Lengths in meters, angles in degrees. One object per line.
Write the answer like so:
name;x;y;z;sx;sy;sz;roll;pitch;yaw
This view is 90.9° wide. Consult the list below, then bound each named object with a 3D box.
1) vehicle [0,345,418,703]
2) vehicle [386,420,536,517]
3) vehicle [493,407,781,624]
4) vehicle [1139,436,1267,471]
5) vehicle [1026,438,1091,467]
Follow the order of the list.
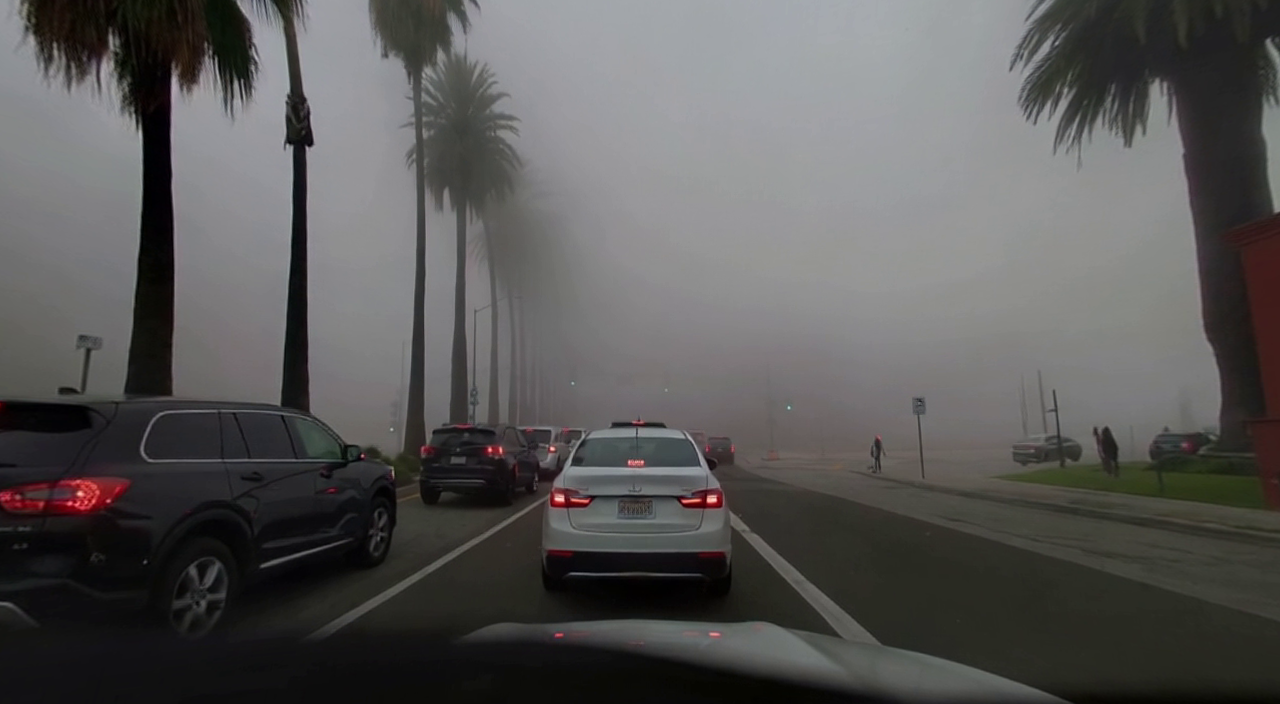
vehicle;-3.530;1.158;5.081;1.914;1.741;4.398;0;-9;-1
vehicle;-3.464;2.346;13.096;1.840;1.684;4.041;0;-9;1
vehicle;-0.049;1.536;6.869;2.114;1.585;4.285;0;-9;-1
vehicle;25.477;4.589;28.642;3.914;1.427;1.779;-2;-8;5
vehicle;26.245;6.307;39.650;1.882;1.672;3.957;-2;-9;11
